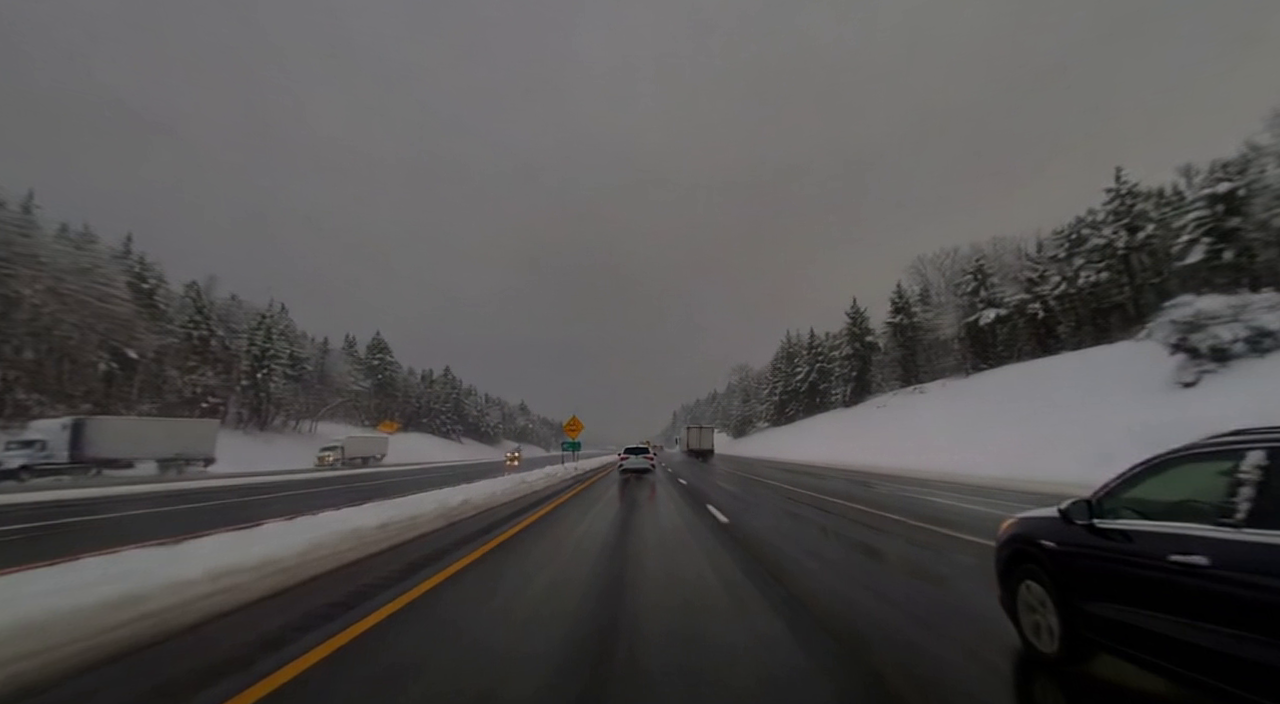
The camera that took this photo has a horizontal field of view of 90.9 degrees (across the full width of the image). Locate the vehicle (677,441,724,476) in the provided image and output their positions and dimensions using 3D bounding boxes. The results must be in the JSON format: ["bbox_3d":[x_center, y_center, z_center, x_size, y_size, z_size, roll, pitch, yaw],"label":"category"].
[{"bbox_3d":[3.118,5.598,33.366,2.048,1.704,4.284,0,-9,0],"label":"vehicle"}]

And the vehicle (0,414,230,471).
[{"bbox_3d":[-36.390,6.385,45.499,2.886,3.282,16.757,-1,-7,-2],"label":"vehicle"}]

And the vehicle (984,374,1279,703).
[{"bbox_3d":[3.072,0.742,1.379,1.997,1.534,4.664,0,-9,0],"label":"vehicle"}]

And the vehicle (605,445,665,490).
[{"bbox_3d":[-0.172,4.052,22.438,1.970,1.441,3.846,0,-9,0],"label":"vehicle"}]
